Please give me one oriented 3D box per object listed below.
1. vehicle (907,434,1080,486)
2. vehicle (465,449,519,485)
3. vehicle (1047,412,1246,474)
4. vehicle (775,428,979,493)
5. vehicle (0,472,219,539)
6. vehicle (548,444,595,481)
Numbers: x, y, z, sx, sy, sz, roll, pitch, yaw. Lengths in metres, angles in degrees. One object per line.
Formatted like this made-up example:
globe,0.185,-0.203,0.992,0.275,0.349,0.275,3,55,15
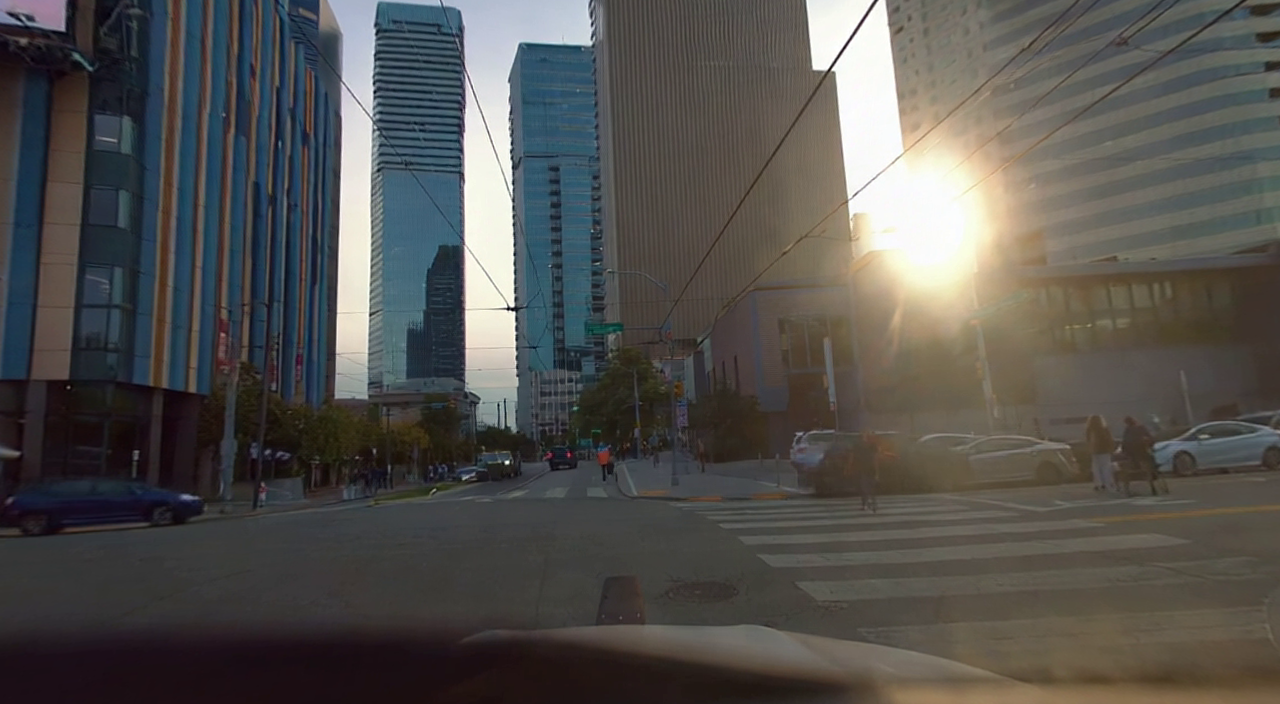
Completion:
vehicle,11.394,3.488,20.556,4.697,1.510,1.596,0,-9,-4
vehicle,-8.423,6.518,36.282,2.121,1.792,4.510,-3,-8,-2
vehicle,16.759,3.037,21.079,4.944,1.946,1.952,0,-8,-3
vehicle,6.203,2.881,16.942,4.637,1.624,1.927,0,-8,-2
vehicle,-14.359,4.077,17.103,4.549,1.490,1.797,3,-9,-21
vehicle,-3.708,6.084,35.183,2.137,1.910,5.120,0,-8,-1
